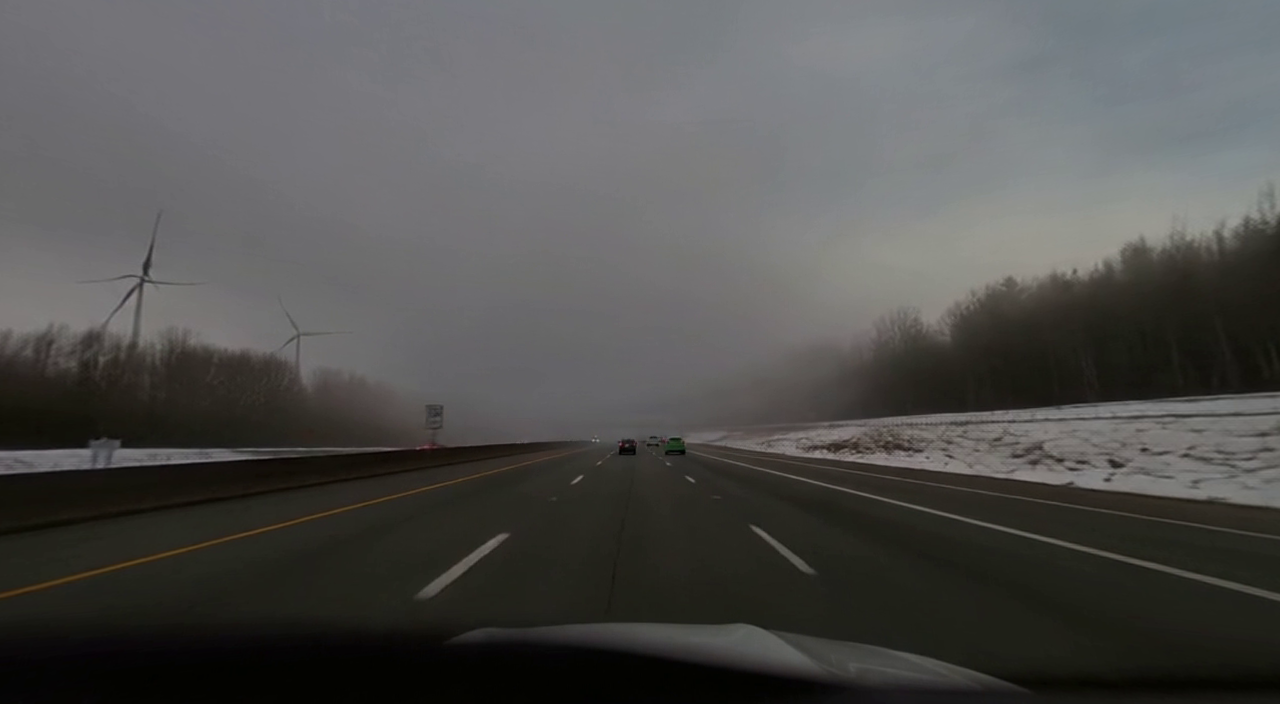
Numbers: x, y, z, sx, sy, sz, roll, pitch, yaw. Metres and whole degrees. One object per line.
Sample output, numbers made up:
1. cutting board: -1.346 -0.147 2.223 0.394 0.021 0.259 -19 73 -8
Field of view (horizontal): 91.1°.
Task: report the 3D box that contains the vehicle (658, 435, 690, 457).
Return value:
1. vehicle: 2.532 7.068 47.297 2.041 1.551 3.974 0 -8 -2
